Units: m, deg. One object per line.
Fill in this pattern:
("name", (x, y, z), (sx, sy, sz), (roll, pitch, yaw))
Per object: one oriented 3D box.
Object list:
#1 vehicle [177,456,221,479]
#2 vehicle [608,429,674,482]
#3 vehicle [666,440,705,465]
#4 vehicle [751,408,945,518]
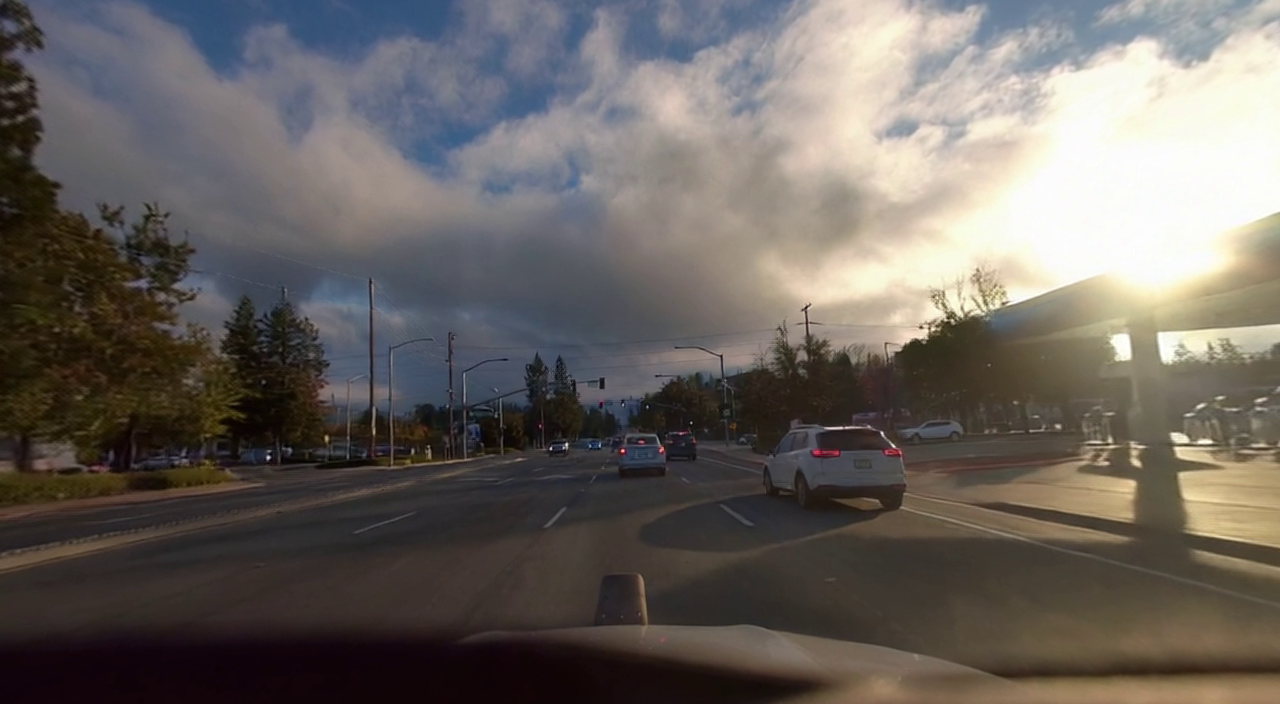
("vehicle", (-30.746, 8.002, 43.981), (1.948, 1.452, 4.370), (7, -11, -40))
("vehicle", (-0.041, 3.684, 22.804), (2.164, 1.718, 3.881), (0, -8, -2))
("vehicle", (2.577, 5.803, 36.634), (1.822, 1.331, 3.583), (0, -8, -2))
("vehicle", (3.863, 2.189, 12.926), (2.116, 1.791, 5.006), (0, -8, -2))
